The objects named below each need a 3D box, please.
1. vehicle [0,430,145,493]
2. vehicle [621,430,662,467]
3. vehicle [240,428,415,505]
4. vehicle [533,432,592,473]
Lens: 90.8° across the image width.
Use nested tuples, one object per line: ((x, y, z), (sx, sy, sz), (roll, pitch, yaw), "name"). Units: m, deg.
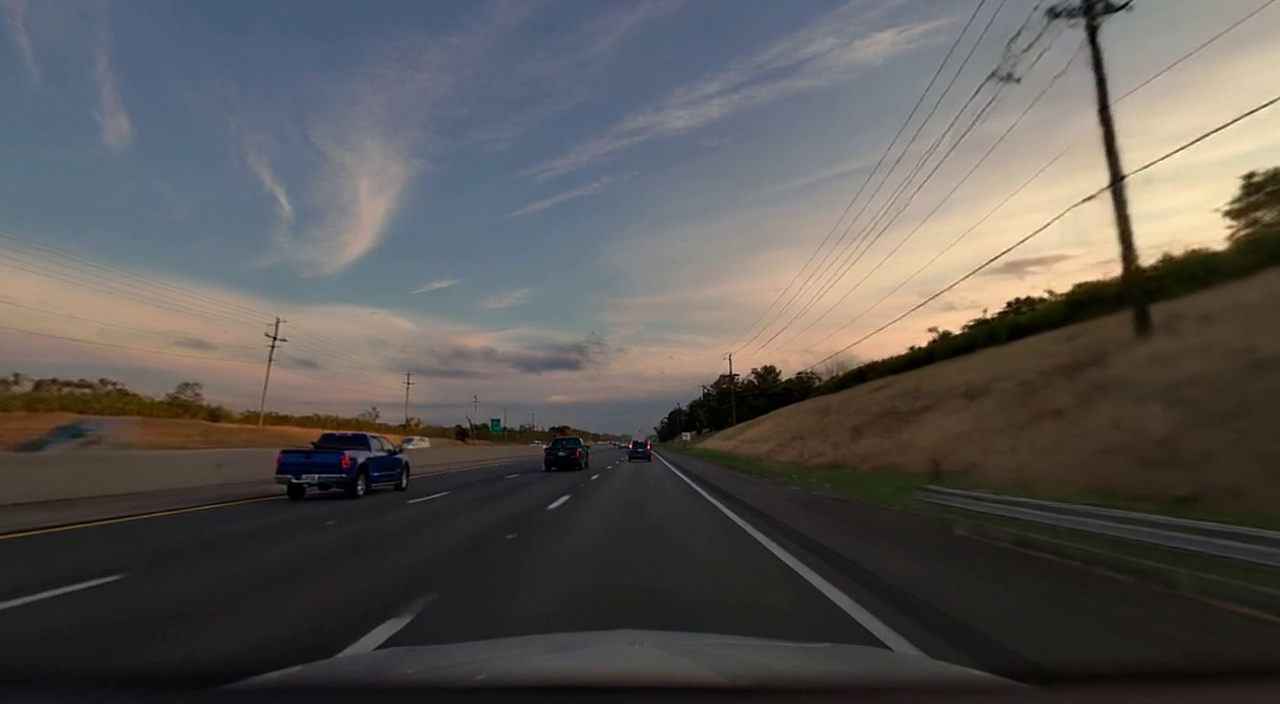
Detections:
((-25.012, 4.538, 26.560), (2.574, 2.287, 7.028), (0, -8, 0), "vehicle")
((0.113, 6.016, 39.530), (2.358, 2.144, 4.713), (0, -8, 1), "vehicle")
((-7.408, 2.760, 15.599), (2.013, 1.609, 4.446), (0, -8, 0), "vehicle")
((-3.662, 4.896, 30.964), (2.204, 1.812, 5.289), (0, -8, 0), "vehicle")
